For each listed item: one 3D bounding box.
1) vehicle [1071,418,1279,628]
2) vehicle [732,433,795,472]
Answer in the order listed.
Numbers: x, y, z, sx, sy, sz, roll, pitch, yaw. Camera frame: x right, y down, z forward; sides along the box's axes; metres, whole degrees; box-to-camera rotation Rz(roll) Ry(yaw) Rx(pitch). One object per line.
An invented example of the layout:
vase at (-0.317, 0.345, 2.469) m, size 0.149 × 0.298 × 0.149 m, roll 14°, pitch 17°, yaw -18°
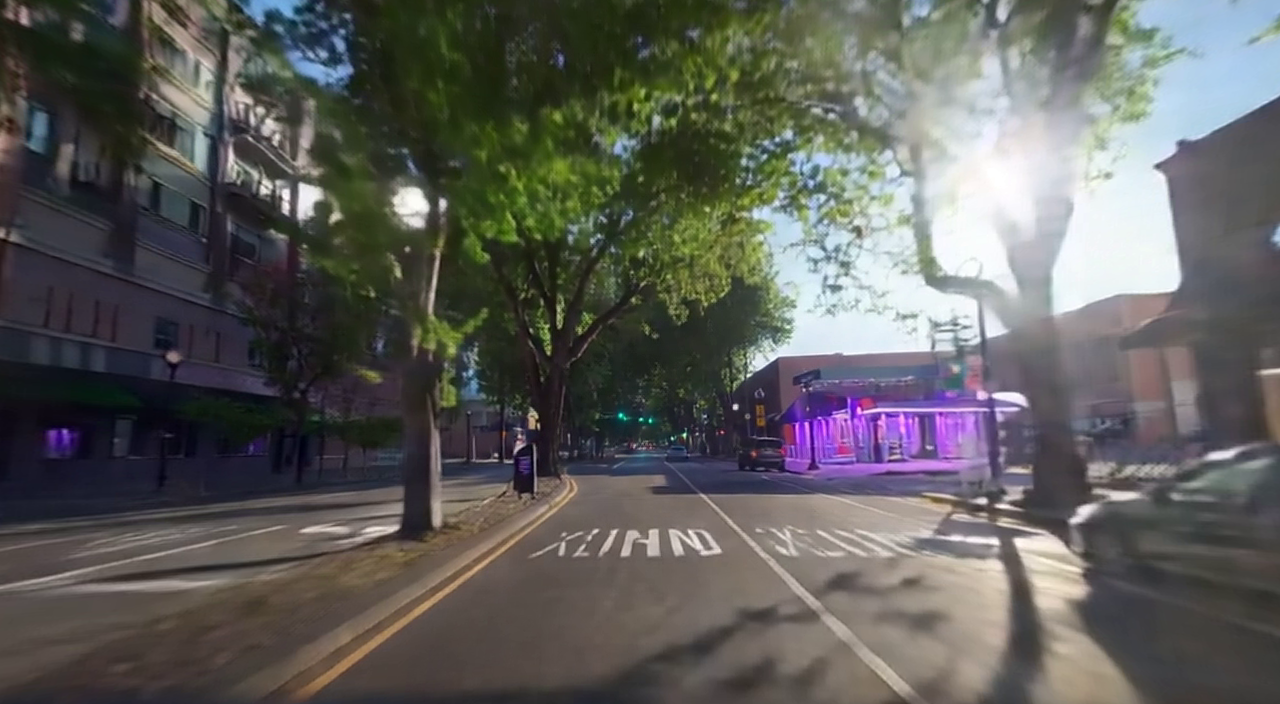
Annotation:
vehicle at (5.787, 1.229, 4.385) m, size 2.088 × 1.543 × 4.964 m, roll 0°, pitch -8°, yaw 1°
vehicle at (6.412, 5.279, 33.324) m, size 2.112 × 1.894 × 4.910 m, roll 0°, pitch -8°, yaw -3°
